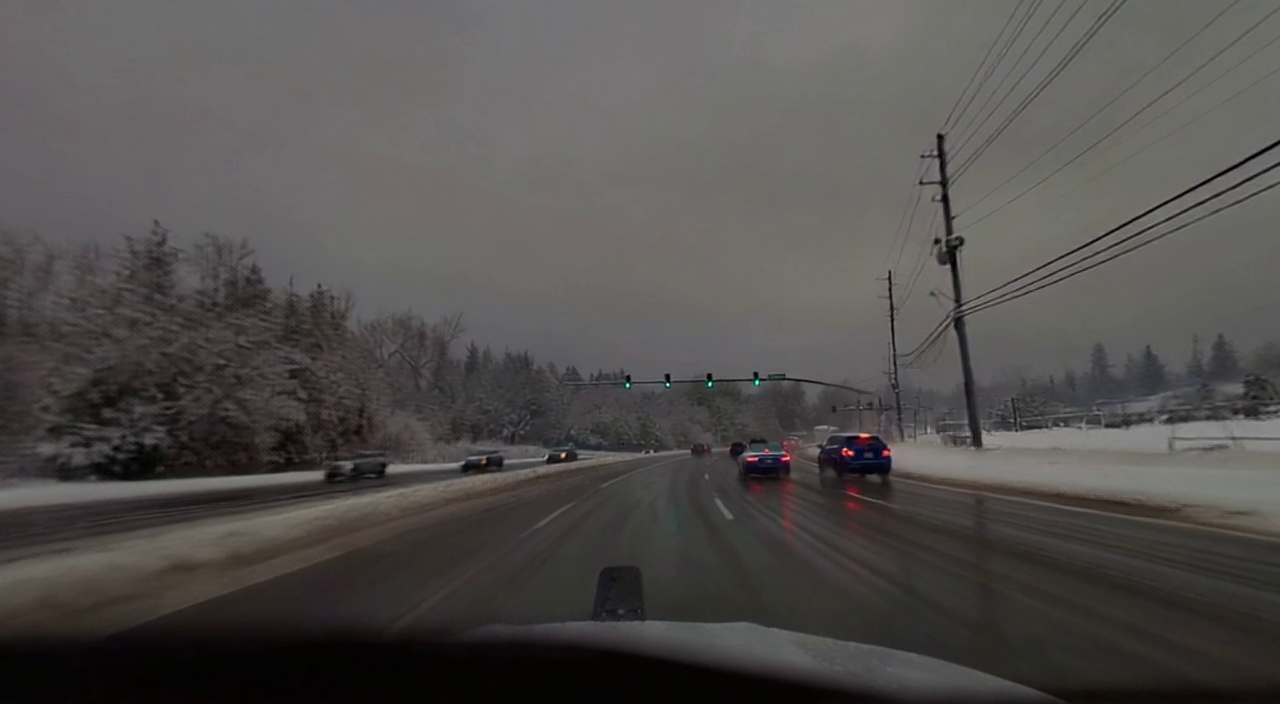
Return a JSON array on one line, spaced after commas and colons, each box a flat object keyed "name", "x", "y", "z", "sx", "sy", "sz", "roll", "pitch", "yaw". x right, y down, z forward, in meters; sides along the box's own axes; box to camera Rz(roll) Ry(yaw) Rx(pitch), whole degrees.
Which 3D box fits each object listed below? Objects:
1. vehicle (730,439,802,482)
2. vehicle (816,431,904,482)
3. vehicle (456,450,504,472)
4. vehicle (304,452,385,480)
[{"name": "vehicle", "x": 4.694, "y": 4.111, "z": 24.231, "sx": 2.035, "sy": 1.460, "sz": 4.392, "roll": -1, "pitch": -8, "yaw": 3}, {"name": "vehicle", "x": 8.361, "y": 4.009, "z": 24.476, "sx": 2.029, "sy": 1.795, "sz": 4.371, "roll": -1, "pitch": -9, "yaw": 3}, {"name": "vehicle", "x": -11.816, "y": 8.042, "z": 46.960, "sx": 1.847, "sy": 1.478, "sz": 4.746, "roll": -1, "pitch": -9, "yaw": 7}, {"name": "vehicle", "x": -16.809, "y": 6.493, "z": 36.289, "sx": 1.959, "sy": 1.484, "sz": 4.672, "roll": -1, "pitch": -9, "yaw": 7}]
